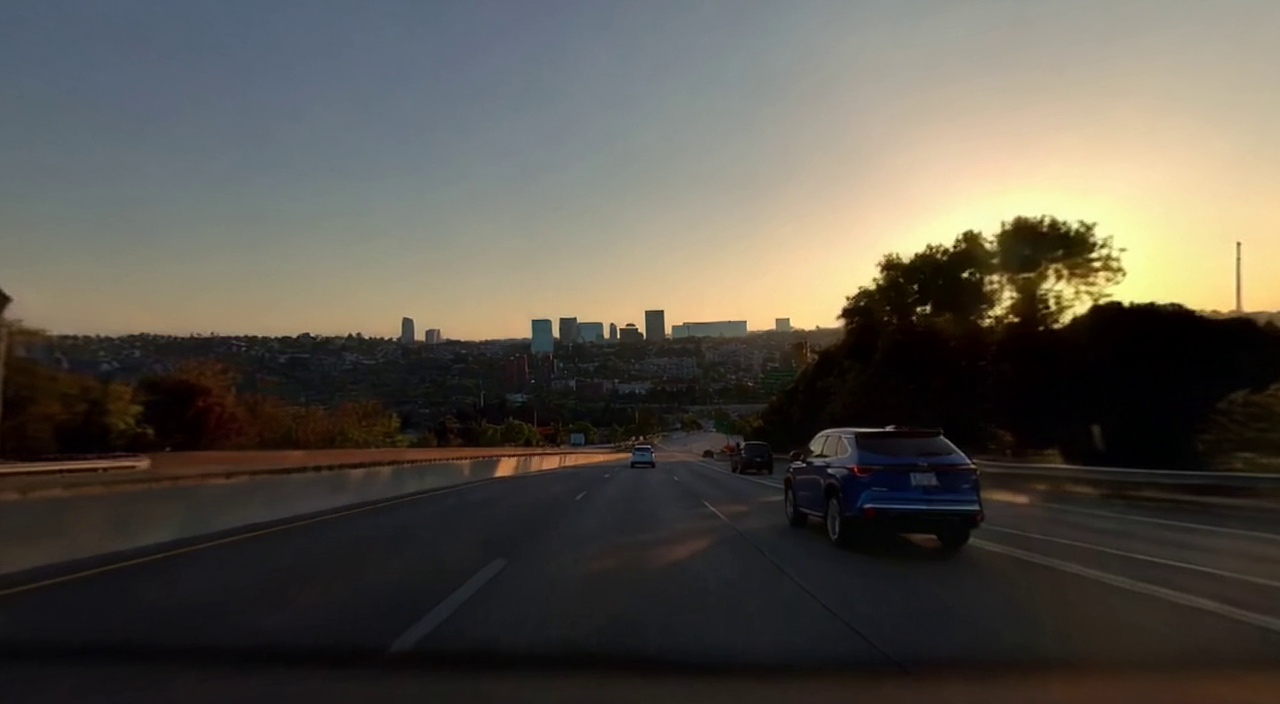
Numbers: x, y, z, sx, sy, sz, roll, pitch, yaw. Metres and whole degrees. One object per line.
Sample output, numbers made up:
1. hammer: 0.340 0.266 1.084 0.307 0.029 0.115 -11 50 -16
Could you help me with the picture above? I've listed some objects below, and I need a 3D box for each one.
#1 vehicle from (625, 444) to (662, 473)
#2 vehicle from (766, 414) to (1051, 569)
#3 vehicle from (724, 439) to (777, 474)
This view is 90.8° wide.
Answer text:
1. vehicle: 0.244 6.764 40.337 2.181 1.768 4.383 0 -9 1
2. vehicle: 3.339 1.826 9.042 2.097 1.659 4.320 0 -9 -1
3. vehicle: 7.414 7.060 43.008 2.526 2.230 6.190 0 -9 1
